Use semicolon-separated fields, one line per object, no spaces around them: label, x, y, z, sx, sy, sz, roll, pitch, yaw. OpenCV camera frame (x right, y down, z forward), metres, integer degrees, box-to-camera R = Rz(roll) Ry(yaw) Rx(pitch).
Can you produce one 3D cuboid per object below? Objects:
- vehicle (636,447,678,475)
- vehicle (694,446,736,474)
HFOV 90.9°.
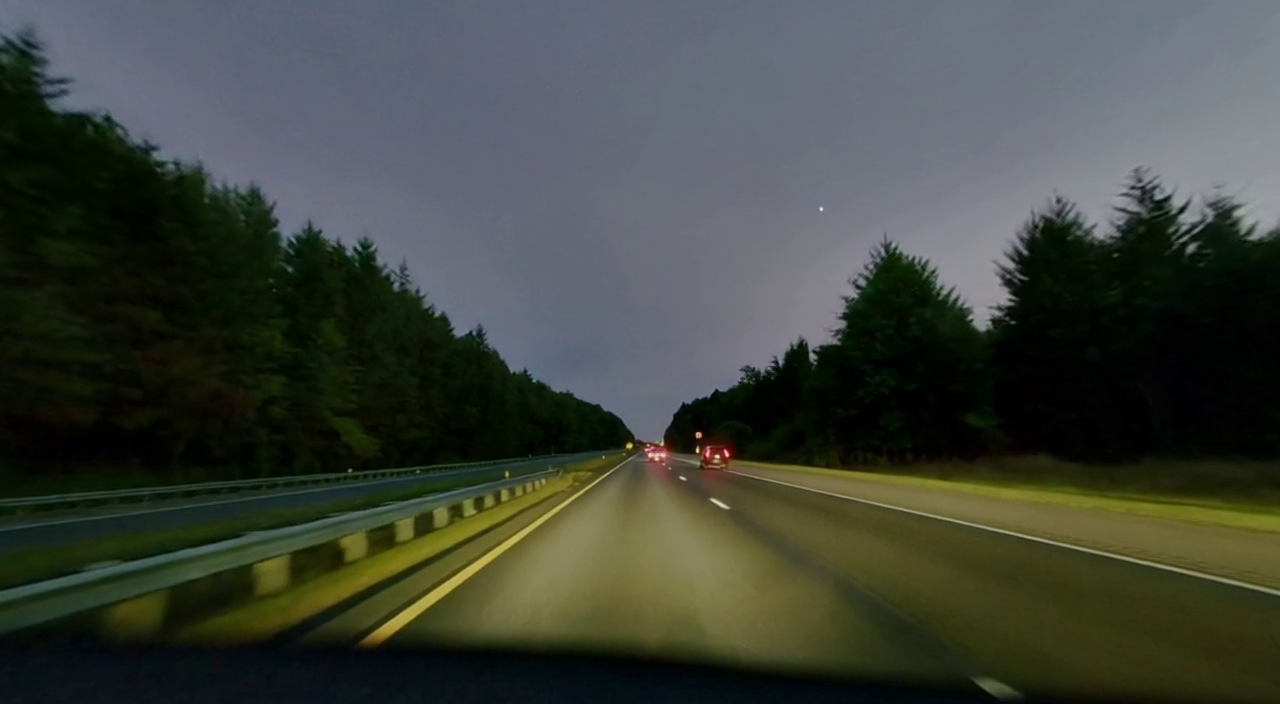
vehicle;0.909;6.104;35.425;2.162;1.492;3.975;0;-9;-1
vehicle;4.207;6.148;35.886;1.846;1.485;3.679;0;-9;-2
